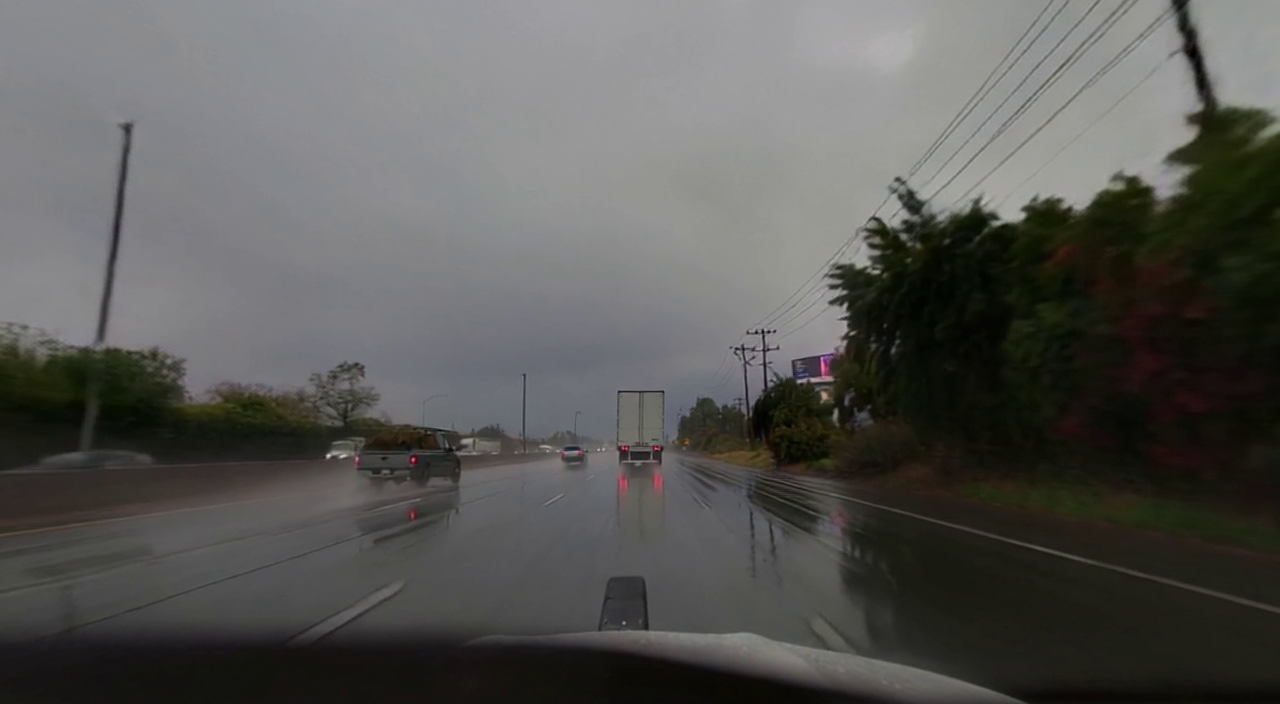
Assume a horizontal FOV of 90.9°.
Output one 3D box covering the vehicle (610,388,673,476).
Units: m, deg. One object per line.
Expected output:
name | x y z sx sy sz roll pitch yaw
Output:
vehicle | 0.159 4.473 34.698 2.879 4.027 11.243 0 -8 1

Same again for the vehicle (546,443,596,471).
vehicle | -3.776 5.857 35.391 2.138 1.469 4.677 -1 -8 2

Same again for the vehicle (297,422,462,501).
vehicle | -7.289 3.127 18.574 2.263 1.936 5.802 0 -8 2

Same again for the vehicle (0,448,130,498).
vehicle | -18.869 3.830 20.378 1.555 1.411 3.783 0 -8 1
